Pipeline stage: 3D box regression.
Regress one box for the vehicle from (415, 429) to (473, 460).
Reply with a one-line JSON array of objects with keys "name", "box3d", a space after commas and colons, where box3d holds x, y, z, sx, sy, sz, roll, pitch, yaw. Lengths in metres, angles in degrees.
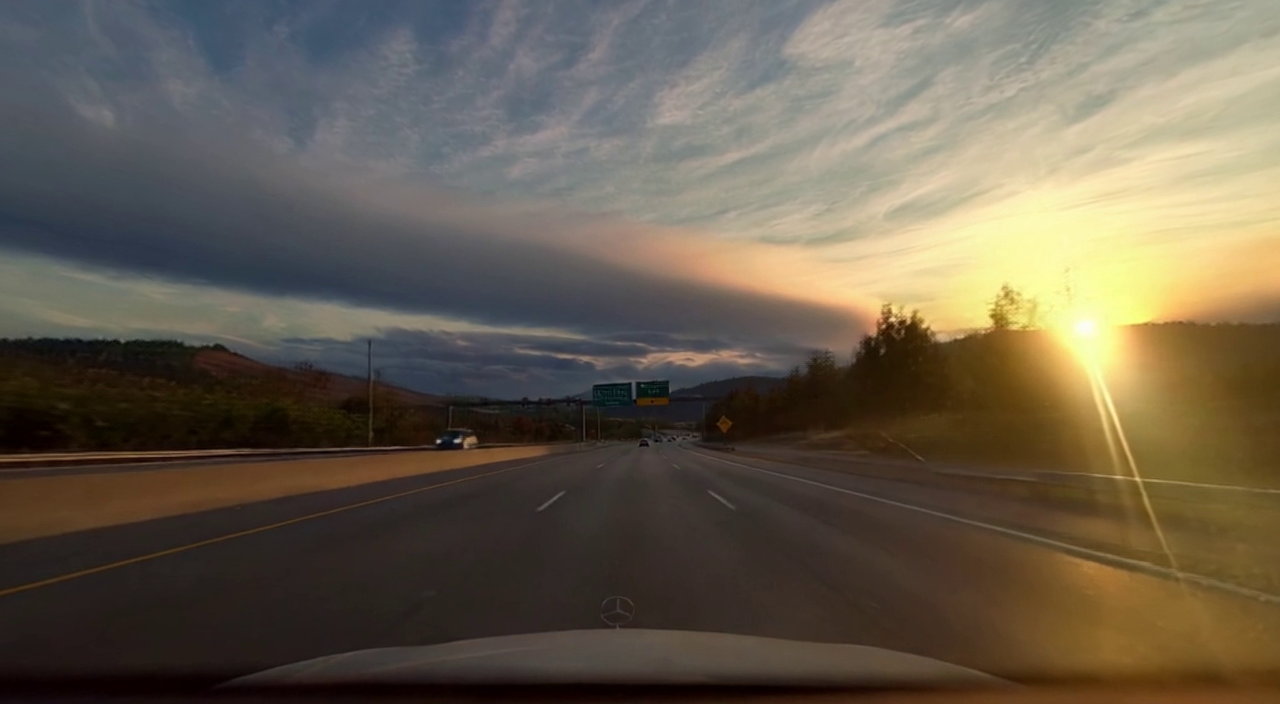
[{"name": "vehicle", "box3d": [-14.021, 6.671, 45.499, 2.360, 2.041, 5.367, -1, -8, 1]}]
